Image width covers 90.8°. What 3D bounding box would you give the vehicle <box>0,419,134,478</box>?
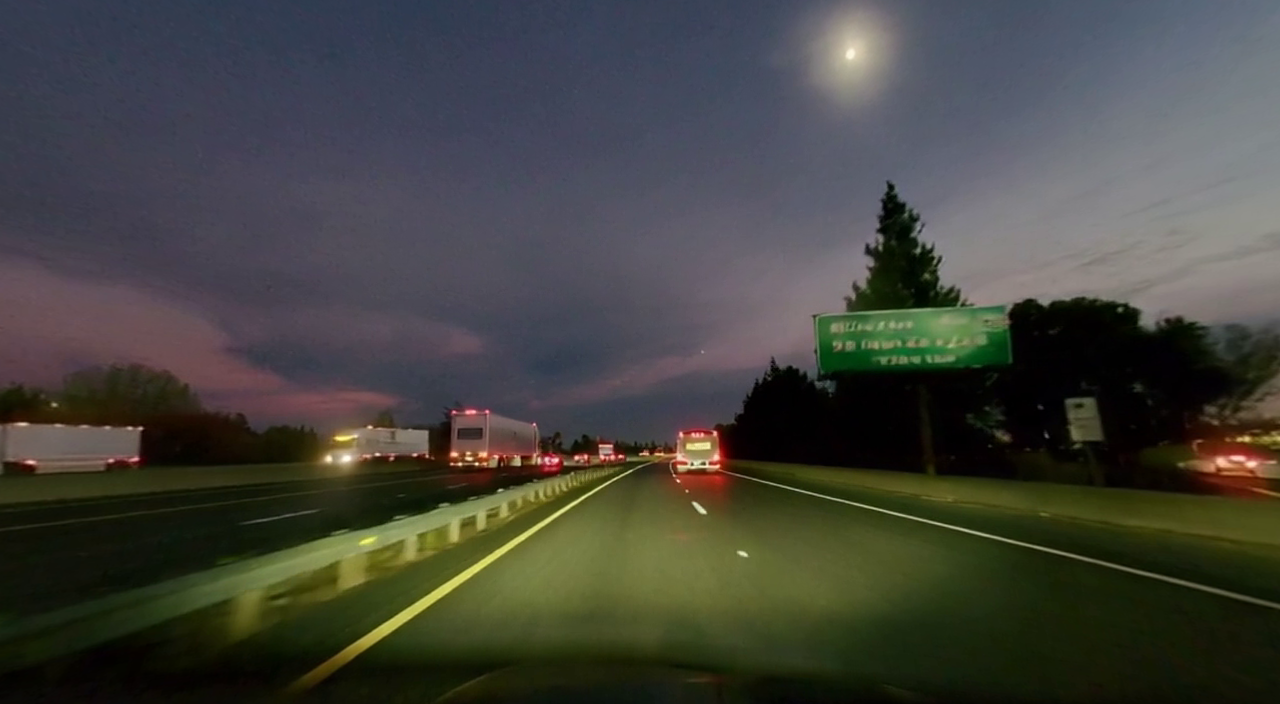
[{"bbox_3d":[-42.195,6.652,43.438,3.020,3.707,13.668,-1,-9,2],"label":"vehicle"}]

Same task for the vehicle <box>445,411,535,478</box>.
[{"bbox_3d":[-10.336,6.734,45.672,2.891,4.062,14.230,0,-9,1],"label":"vehicle"}]

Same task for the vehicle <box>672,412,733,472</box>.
[{"bbox_3d":[4.119,6.510,45.014,2.928,3.595,13.975,0,-9,0],"label":"vehicle"}]
